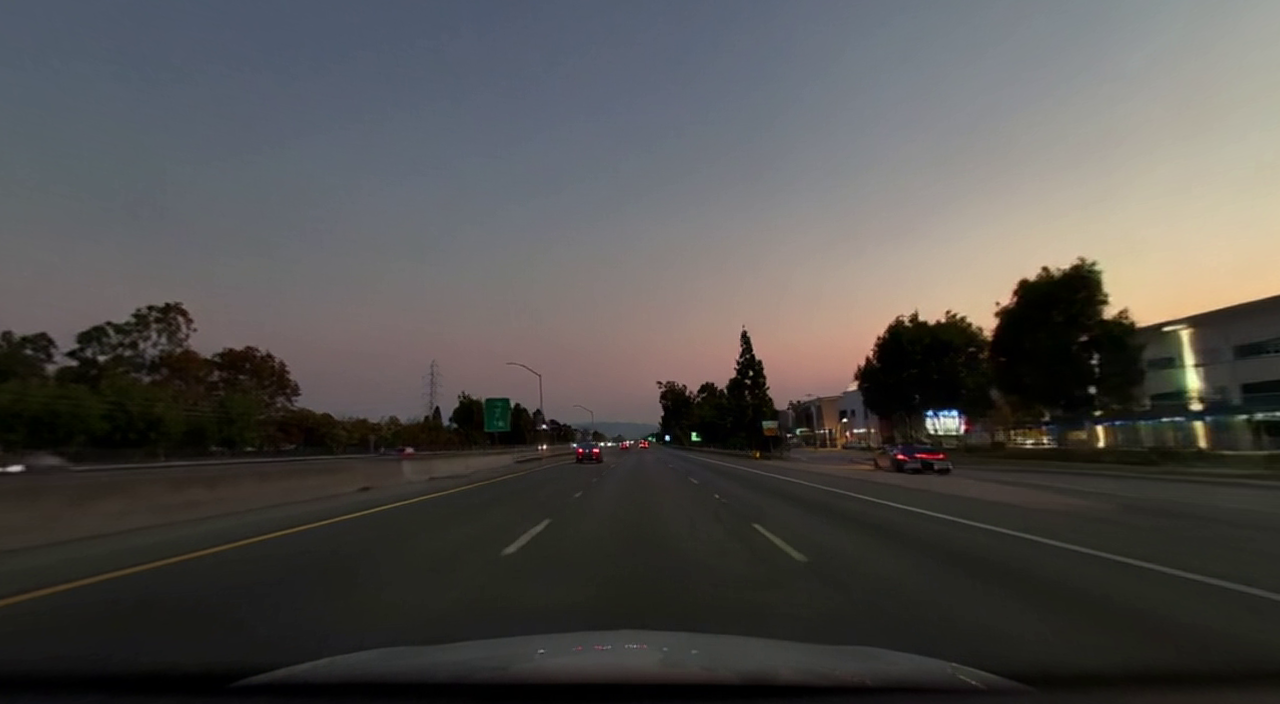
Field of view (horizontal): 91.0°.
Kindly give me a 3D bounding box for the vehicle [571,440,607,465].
[{"bbox_3d":[-3.386,6.744,42.201,2.015,1.557,4.229,0,-9,1],"label":"vehicle"}]
